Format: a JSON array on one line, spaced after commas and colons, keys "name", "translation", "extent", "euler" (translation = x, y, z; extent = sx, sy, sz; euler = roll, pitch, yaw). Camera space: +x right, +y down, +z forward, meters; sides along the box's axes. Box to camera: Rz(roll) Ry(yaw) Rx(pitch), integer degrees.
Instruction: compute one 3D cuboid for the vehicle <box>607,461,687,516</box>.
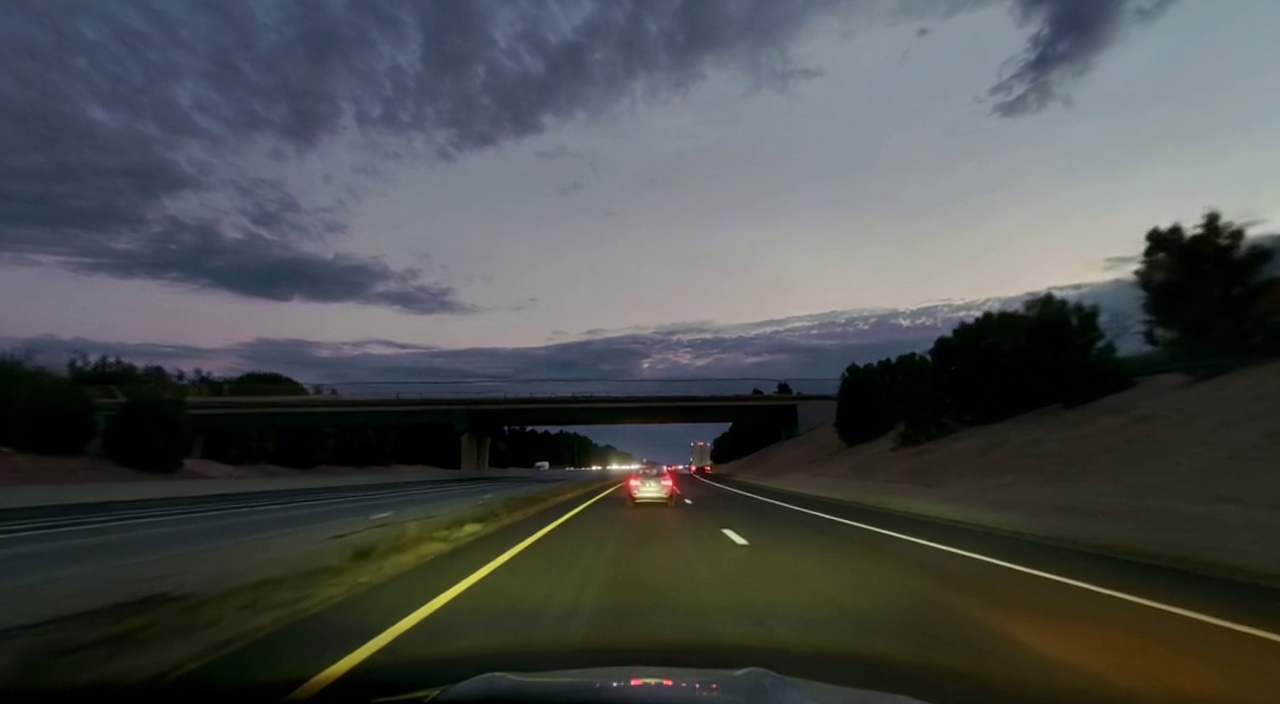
[{"name": "vehicle", "translation": [0.199, 4.035, 18.868], "extent": [2.156, 1.444, 3.762], "euler": [1, -10, 0]}]
